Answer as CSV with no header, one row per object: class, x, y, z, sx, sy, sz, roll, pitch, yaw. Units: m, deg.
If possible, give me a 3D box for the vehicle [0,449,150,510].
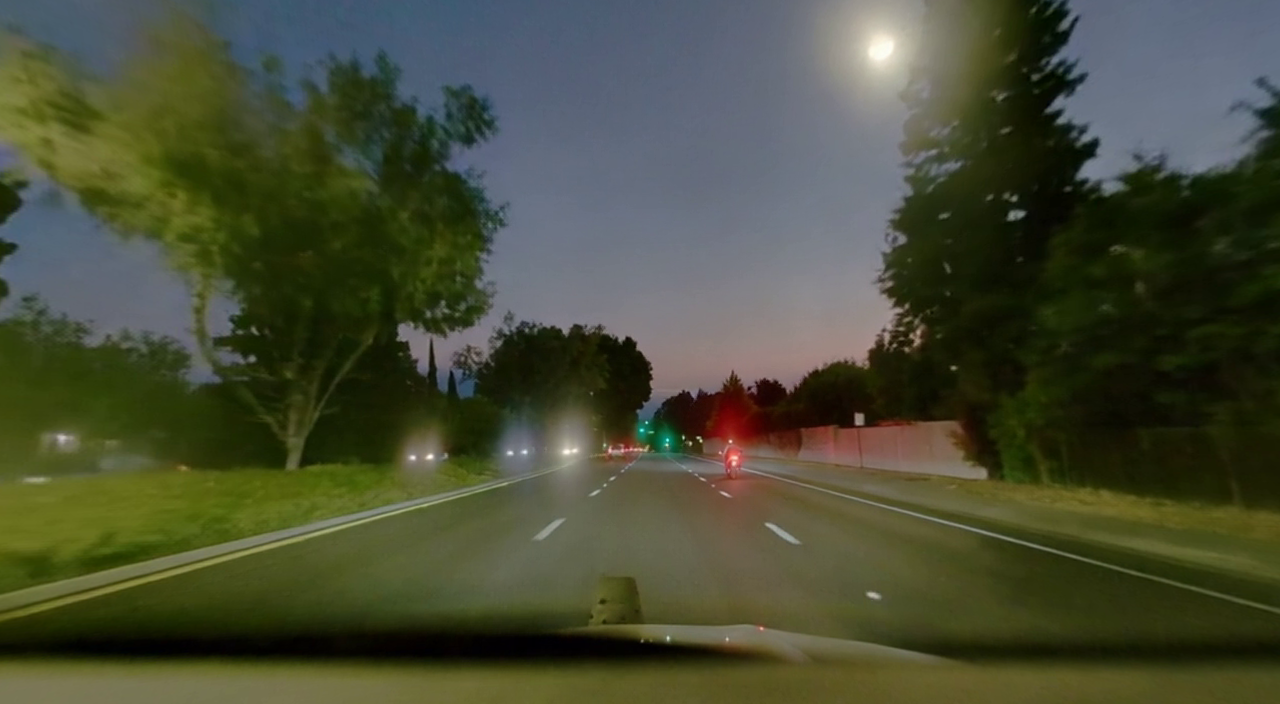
vehicle,-16.912,3.543,18.031,1.963,1.480,4.659,0,-8,1
